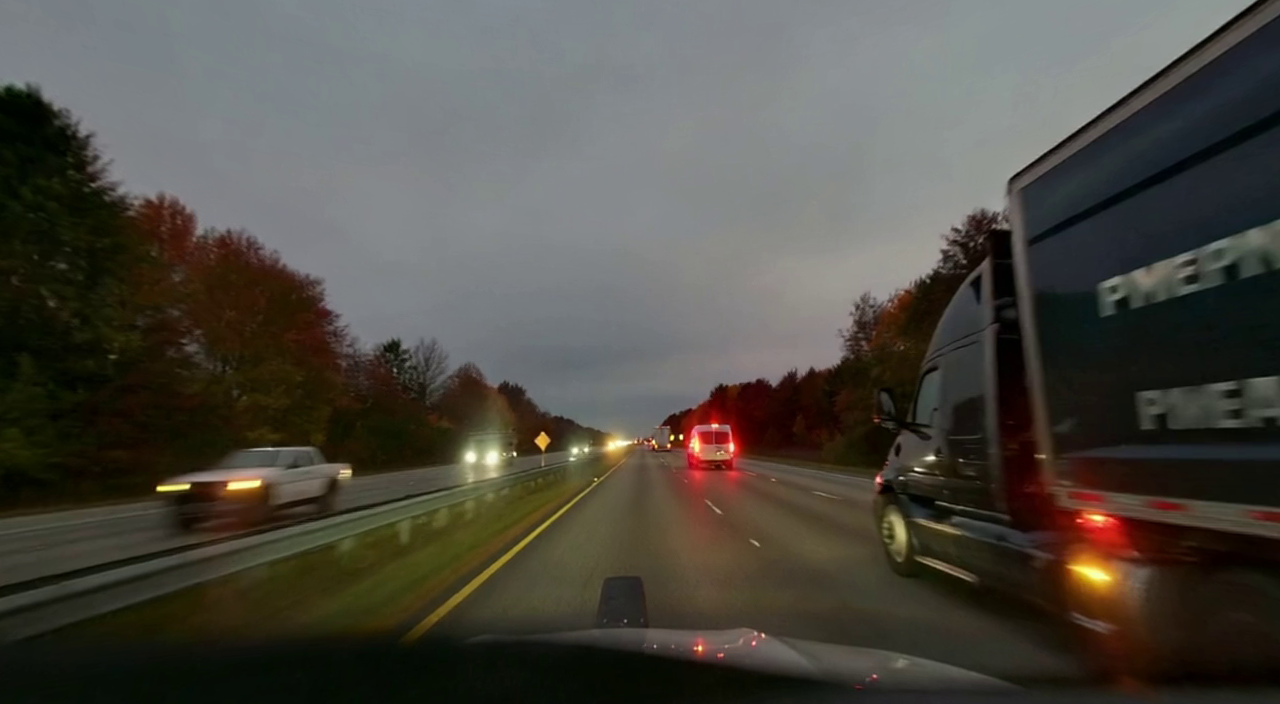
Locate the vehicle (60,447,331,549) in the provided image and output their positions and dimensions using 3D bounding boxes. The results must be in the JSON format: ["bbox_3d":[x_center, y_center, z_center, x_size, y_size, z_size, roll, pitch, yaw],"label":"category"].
[{"bbox_3d":[-7.950,2.581,11.930,1.914,1.523,4.361,0,-8,0],"label":"vehicle"}]

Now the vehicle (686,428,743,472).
[{"bbox_3d":[3.788,5.122,33.034,2.291,2.112,5.052,0,-8,-1],"label":"vehicle"}]
